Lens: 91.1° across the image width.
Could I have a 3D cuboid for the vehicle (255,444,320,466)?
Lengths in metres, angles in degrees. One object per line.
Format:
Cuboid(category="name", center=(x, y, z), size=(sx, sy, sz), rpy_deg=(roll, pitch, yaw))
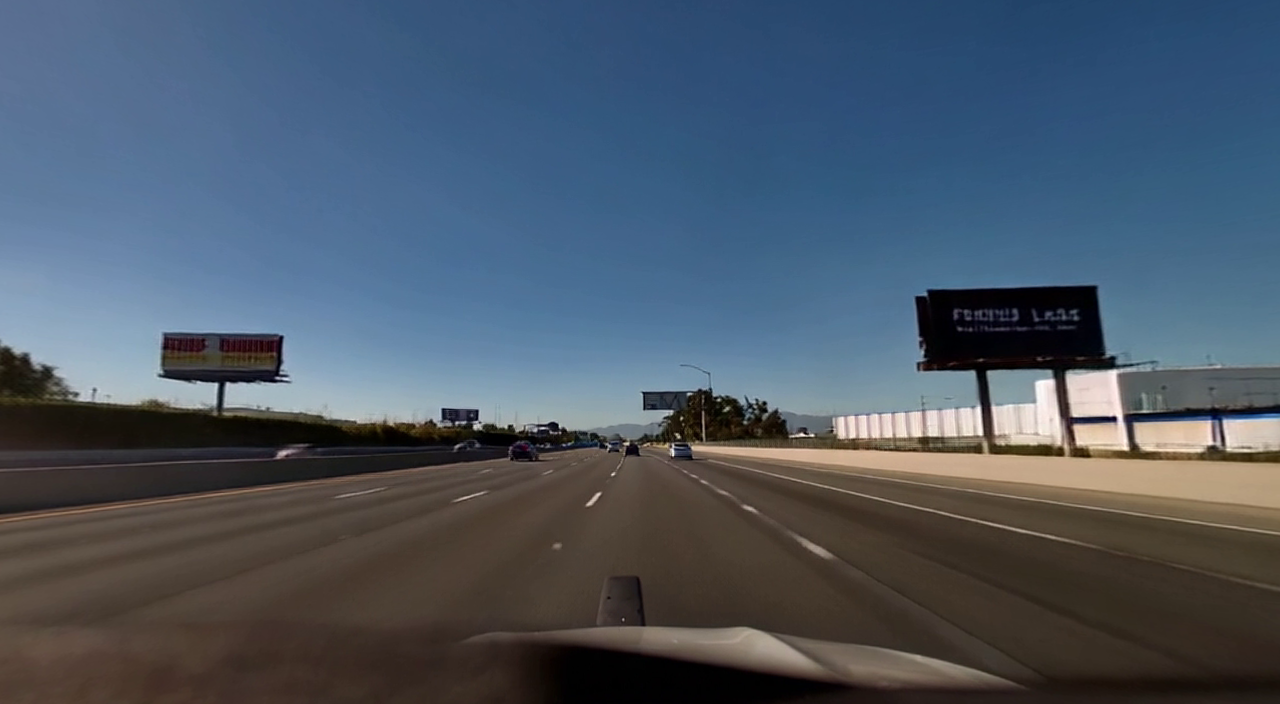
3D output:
Cuboid(category="vehicle", center=(-25.572, 7.471, 45.763), size=(1.935, 1.519, 4.731), rpy_deg=(0, -8, 0))
